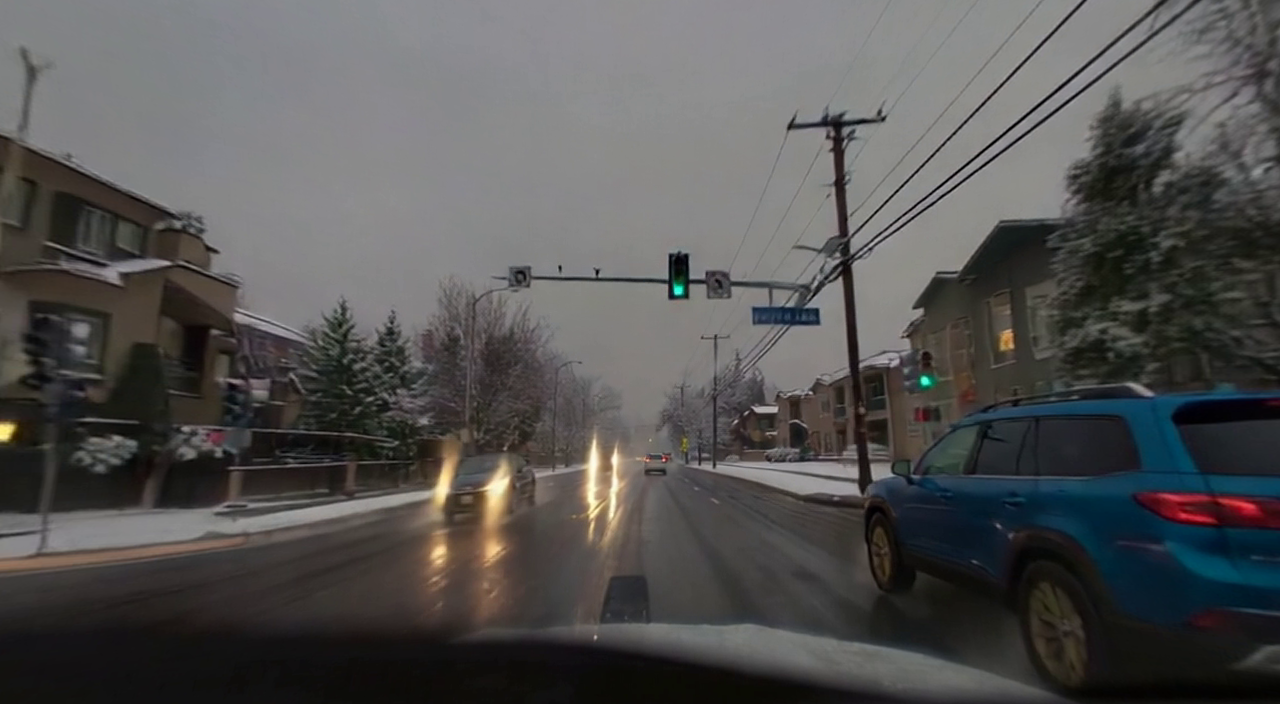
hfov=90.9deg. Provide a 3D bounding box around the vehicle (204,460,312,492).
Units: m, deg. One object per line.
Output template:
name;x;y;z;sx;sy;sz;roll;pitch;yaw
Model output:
vehicle;-20.065;6.505;33.244;4.327;1.513;2.021;1;-10;-1

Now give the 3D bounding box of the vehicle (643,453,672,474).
vehicle;1.268;8.326;47.258;2.097;1.463;4.043;0;-9;0

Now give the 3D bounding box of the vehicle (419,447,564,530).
vehicle;-2.984;2.845;13.785;2.170;1.513;4.270;0;-9;-1

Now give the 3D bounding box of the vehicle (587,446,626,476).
vehicle;-2.383;8.001;46.700;2.469;2.023;5.896;0;-9;1

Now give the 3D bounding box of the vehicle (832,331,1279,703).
vehicle;3.328;1.195;5.047;2.130;1.863;4.844;0;-9;1
